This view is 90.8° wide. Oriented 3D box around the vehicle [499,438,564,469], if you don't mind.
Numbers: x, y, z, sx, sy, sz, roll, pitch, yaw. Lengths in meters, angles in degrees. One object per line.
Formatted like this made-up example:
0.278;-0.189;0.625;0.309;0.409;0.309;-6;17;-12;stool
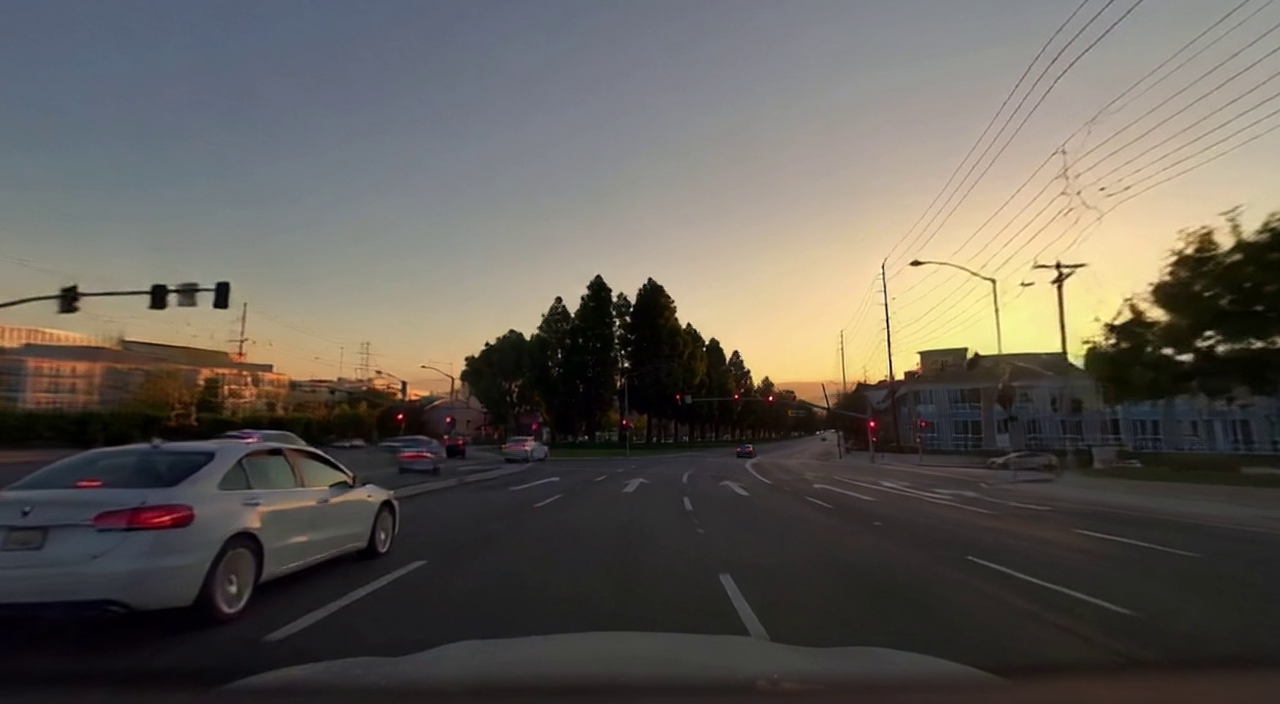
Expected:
-5.576;5.316;33.159;2.016;1.501;4.903;-1;-9;7;vehicle

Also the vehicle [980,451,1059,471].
28.712;8.269;47.948;4.636;1.433;1.930;-2;-9;14;vehicle

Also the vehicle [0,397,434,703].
-3.377;1.259;5.038;1.934;1.463;4.220;0;-9;1;vehicle
